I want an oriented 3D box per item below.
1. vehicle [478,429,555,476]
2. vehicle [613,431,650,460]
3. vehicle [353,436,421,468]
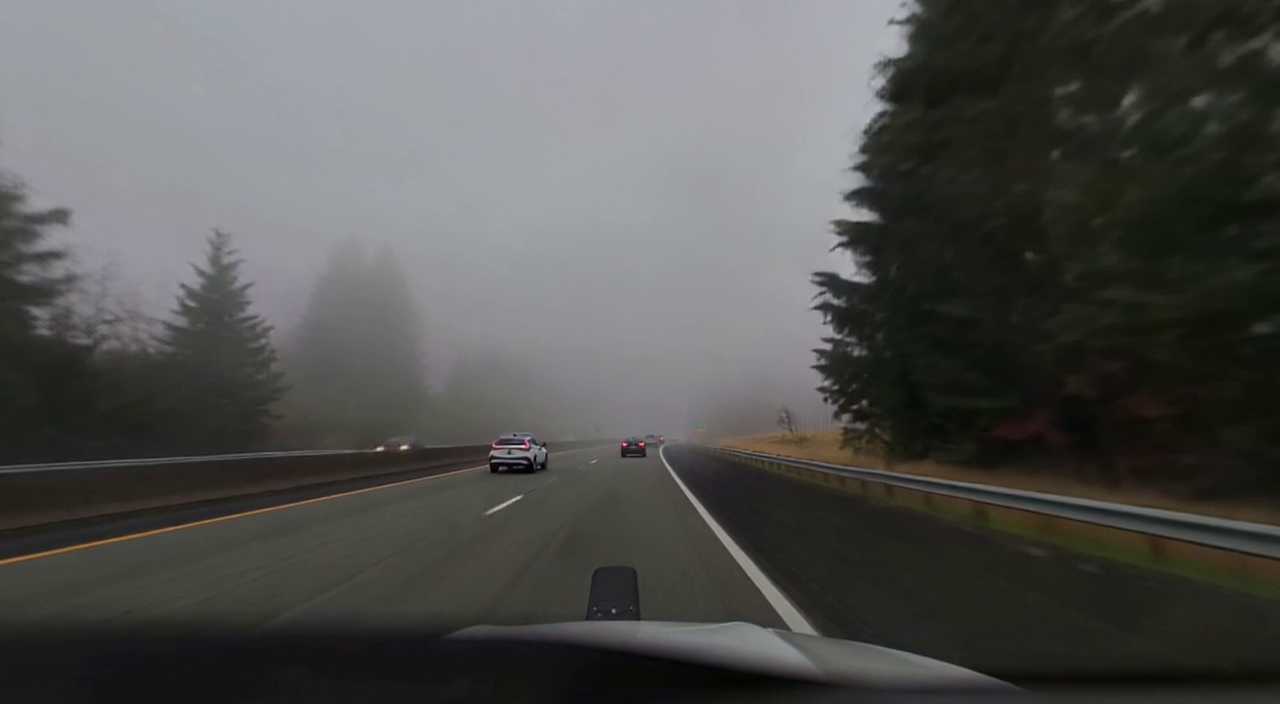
[{"bbox_3d":[-4.760,3.939,24.894,2.075,1.653,4.317,-1,-8,1],"label":"vehicle"},{"bbox_3d":[-0.531,5.706,38.296,2.146,1.636,4.026,0,-8,-1],"label":"vehicle"},{"bbox_3d":[-13.425,5.330,33.671,1.953,1.575,4.181,-1,-8,0],"label":"vehicle"}]
